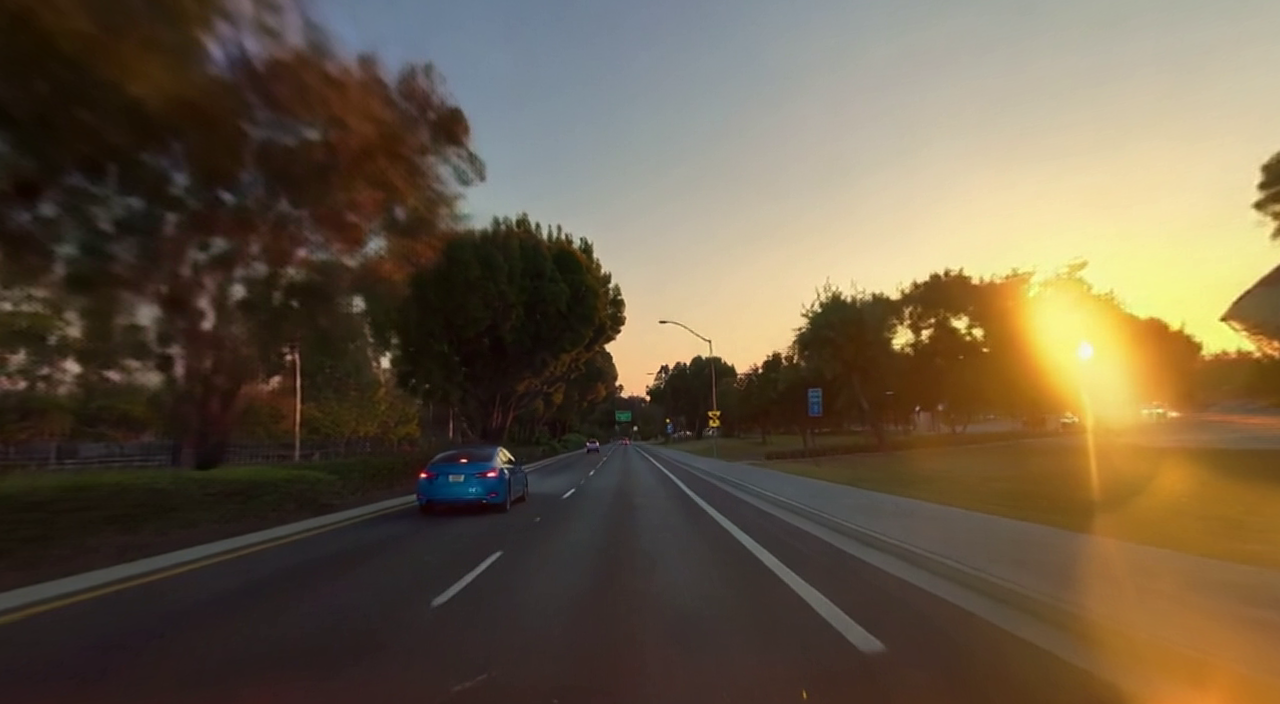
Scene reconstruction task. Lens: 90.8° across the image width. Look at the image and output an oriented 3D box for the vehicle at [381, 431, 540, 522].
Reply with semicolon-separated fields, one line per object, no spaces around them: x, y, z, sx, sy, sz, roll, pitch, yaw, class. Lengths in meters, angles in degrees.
-3.288;2.348;12.516;1.964;1.472;4.078;0;-8;0;vehicle
